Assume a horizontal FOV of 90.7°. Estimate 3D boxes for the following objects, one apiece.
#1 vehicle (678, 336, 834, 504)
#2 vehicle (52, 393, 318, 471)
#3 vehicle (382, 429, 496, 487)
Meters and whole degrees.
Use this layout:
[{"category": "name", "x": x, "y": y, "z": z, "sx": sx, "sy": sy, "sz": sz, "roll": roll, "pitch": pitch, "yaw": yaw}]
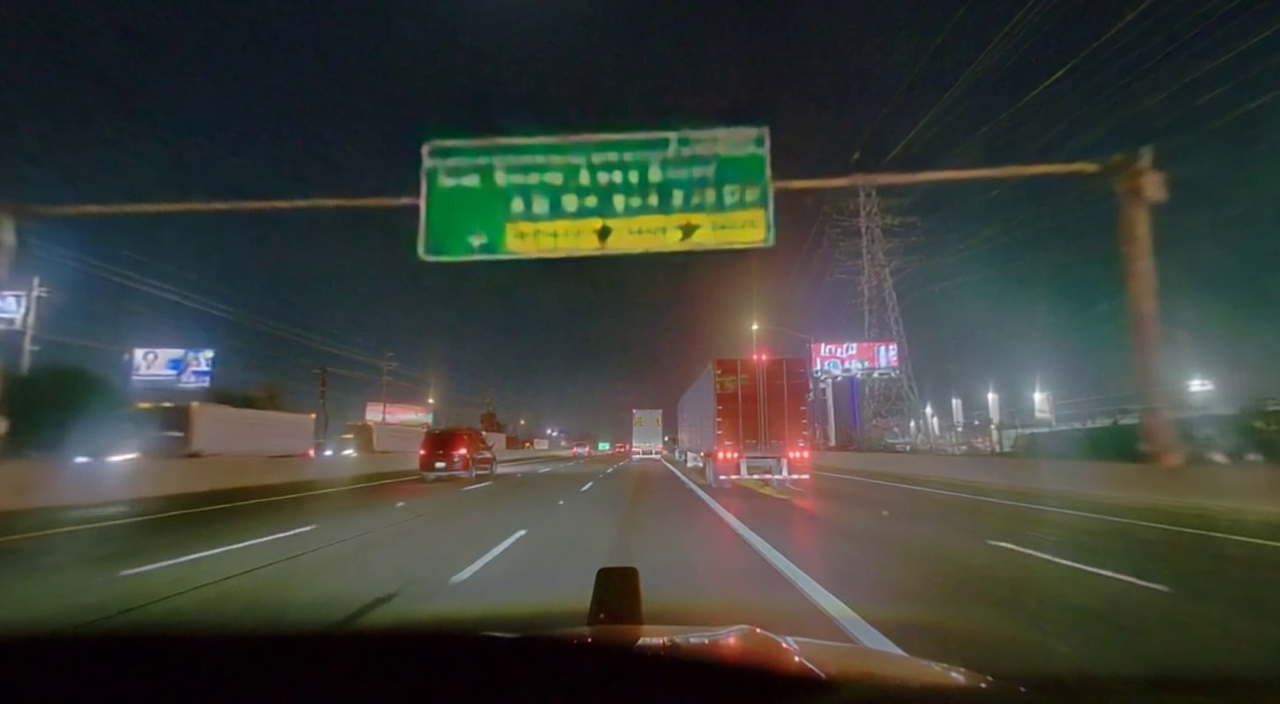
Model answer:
[{"category": "vehicle", "x": 3.358, "y": 2.874, "z": 24.008, "sx": 2.892, "sy": 4.152, "sz": 16.575, "roll": 0, "pitch": -8, "yaw": 0}, {"category": "vehicle", "x": -24.862, "y": 4.879, "z": 37.095, "sx": 2.825, "sy": 3.528, "sz": 17.027, "roll": 0, "pitch": -9, "yaw": 1}, {"category": "vehicle", "x": -7.386, "y": 3.973, "z": 24.079, "sx": 2.425, "sy": 1.917, "sz": 5.647, "roll": 0, "pitch": -9, "yaw": 1}]
